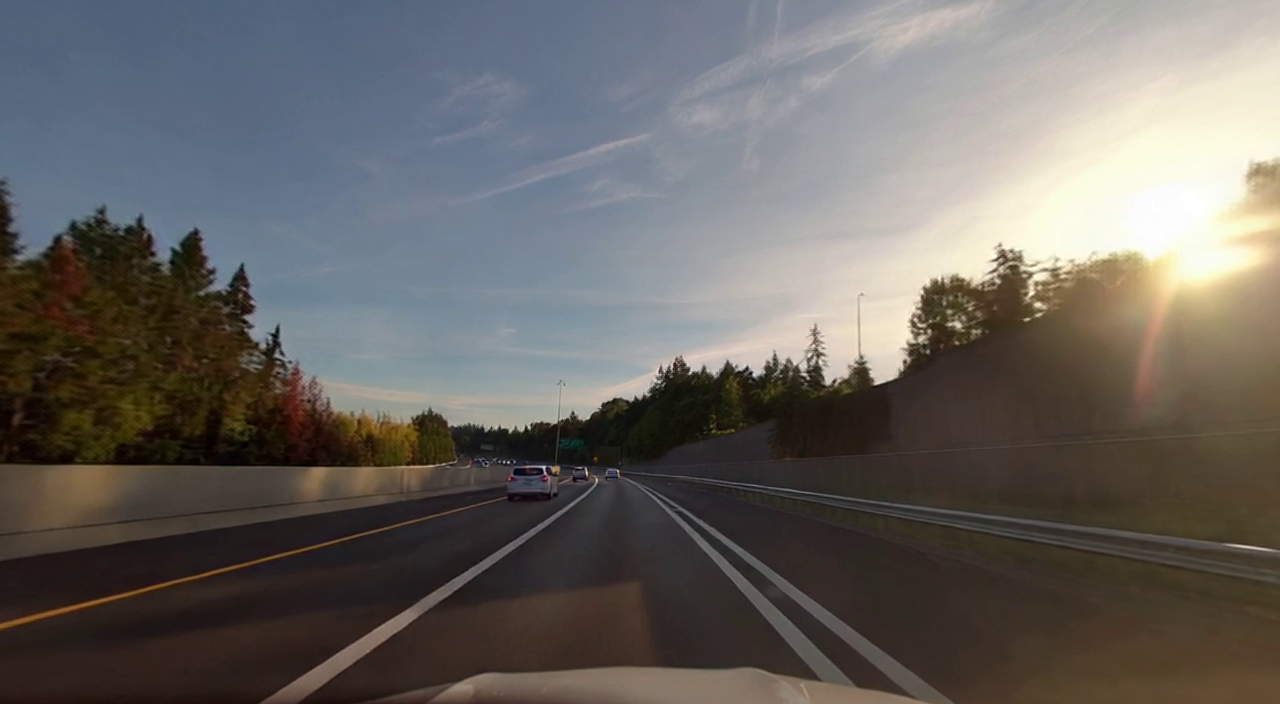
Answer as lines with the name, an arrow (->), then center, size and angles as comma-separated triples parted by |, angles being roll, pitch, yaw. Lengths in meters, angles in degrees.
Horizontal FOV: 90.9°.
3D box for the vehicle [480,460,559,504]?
vehicle -> -4.793, 5.297, 25.881 | 2.328, 1.559, 5.041 | 1, -11, -1
